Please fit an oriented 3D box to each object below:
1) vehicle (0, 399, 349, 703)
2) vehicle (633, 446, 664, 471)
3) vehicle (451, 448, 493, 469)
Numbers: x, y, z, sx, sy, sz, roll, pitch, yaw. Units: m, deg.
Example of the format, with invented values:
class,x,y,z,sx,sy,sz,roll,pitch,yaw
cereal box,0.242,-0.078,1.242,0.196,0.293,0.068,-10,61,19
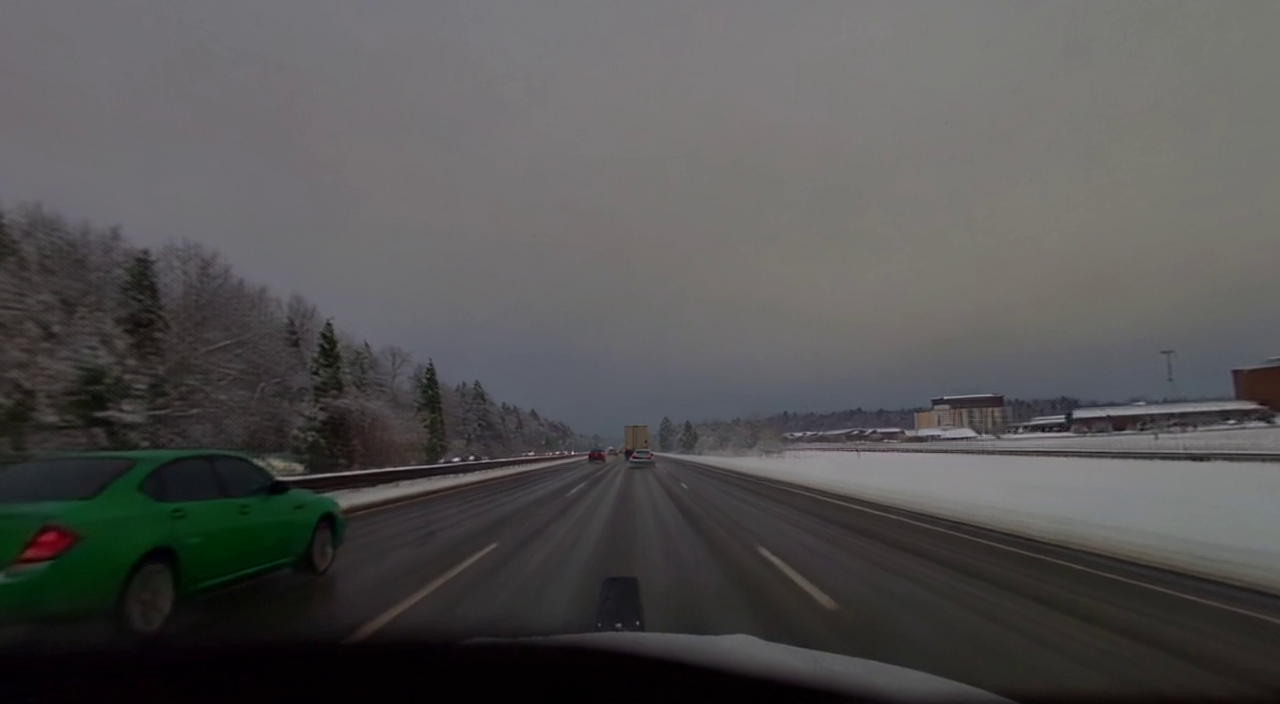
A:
class,x,y,z,sx,sy,sz,roll,pitch,yaw
vehicle,-4.252,1.281,4.794,2.172,1.548,3.953,0,-9,0
vehicle,0.526,7.141,42.389,1.992,1.593,3.937,0,-9,-1
vehicle,-12.809,8.138,48.257,1.965,1.523,4.502,0,-9,0
